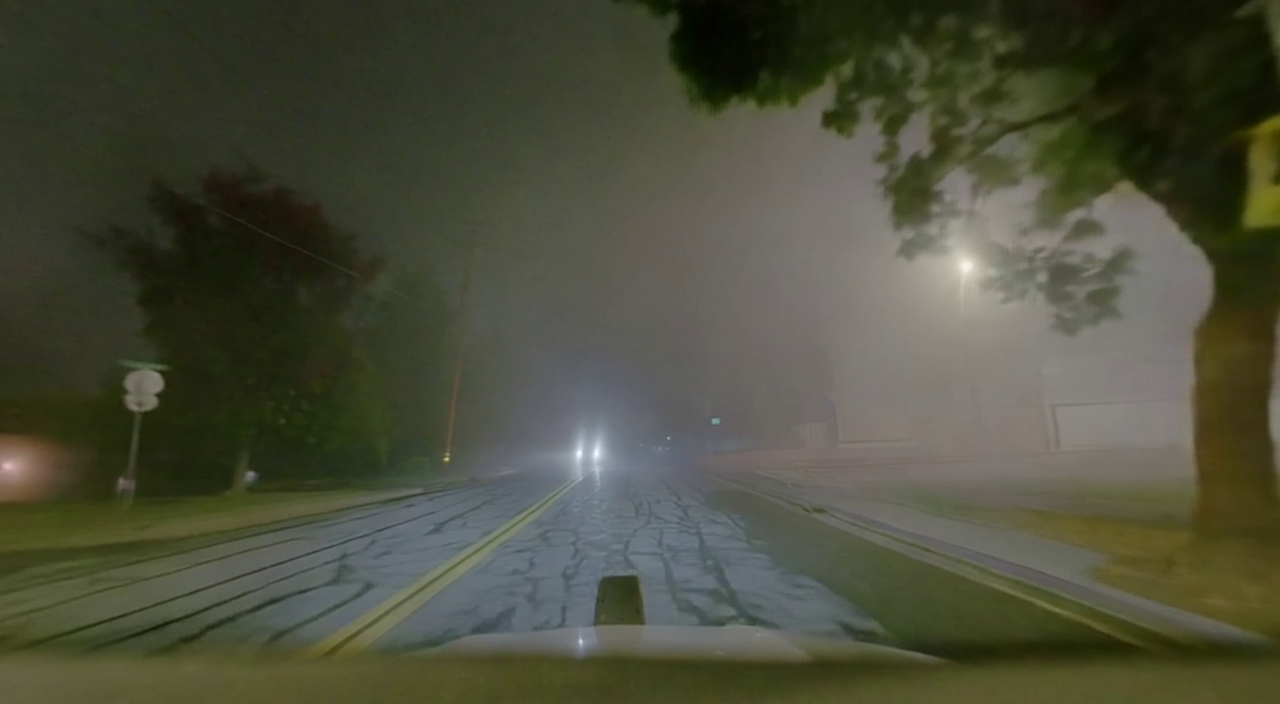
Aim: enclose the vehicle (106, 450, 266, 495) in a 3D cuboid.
[{"bbox_3d":[-18.627,4.941,26.117,4.874,1.675,2.197,0,-9,-1],"label":"vehicle"}]
